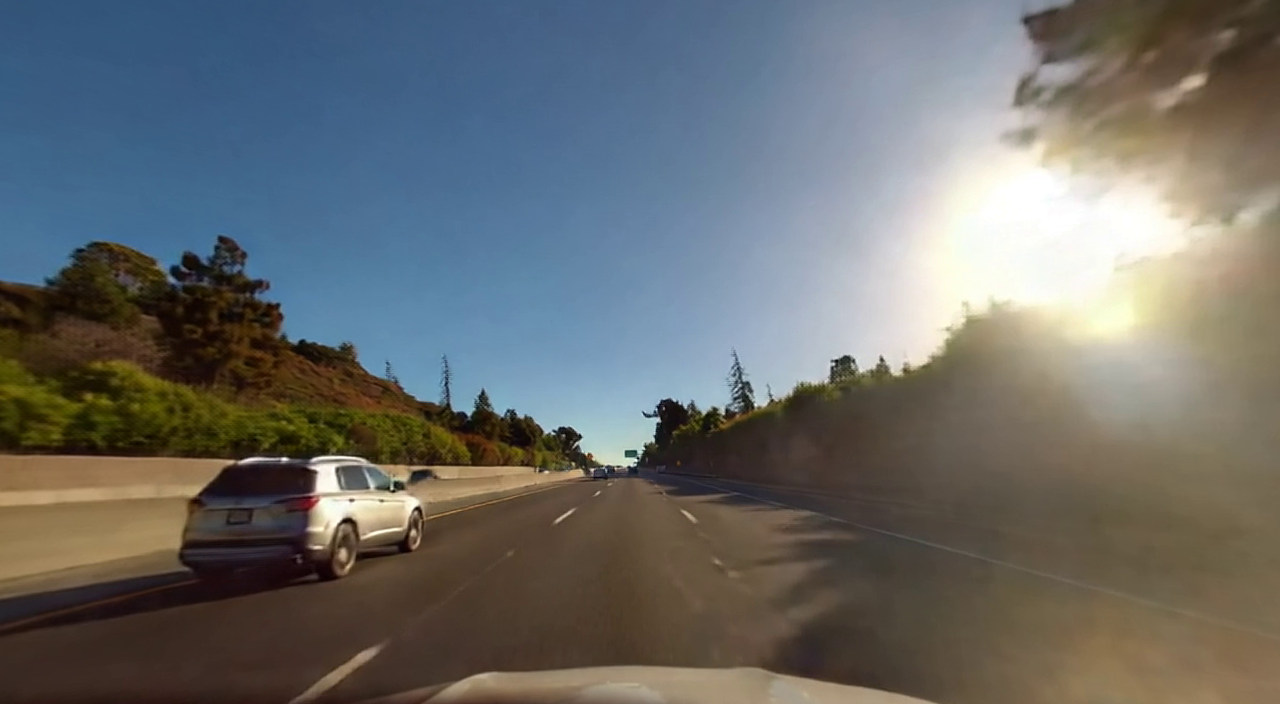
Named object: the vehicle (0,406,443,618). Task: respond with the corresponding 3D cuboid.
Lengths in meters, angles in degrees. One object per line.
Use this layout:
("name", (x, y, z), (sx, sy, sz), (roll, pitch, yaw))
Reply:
("vehicle", (-4.308, 1.783, 7.781), (2.178, 1.736, 4.847), (1, -10, 0))
